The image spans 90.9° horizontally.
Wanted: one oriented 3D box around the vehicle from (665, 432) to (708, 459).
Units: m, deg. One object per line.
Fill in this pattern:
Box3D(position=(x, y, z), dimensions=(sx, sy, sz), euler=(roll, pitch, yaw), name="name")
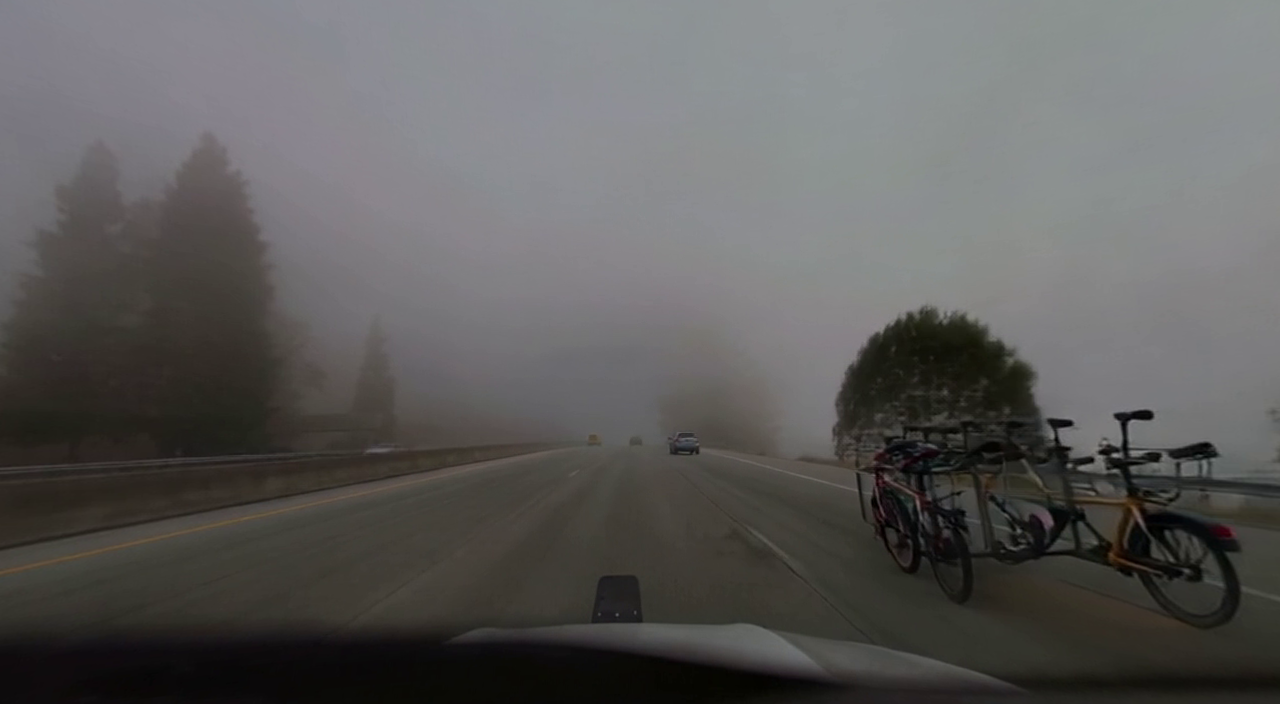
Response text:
Box3D(position=(2.557, 5.203, 35.273), dimensions=(1.911, 1.449, 3.776), euler=(0, -7, -3), name="vehicle")
